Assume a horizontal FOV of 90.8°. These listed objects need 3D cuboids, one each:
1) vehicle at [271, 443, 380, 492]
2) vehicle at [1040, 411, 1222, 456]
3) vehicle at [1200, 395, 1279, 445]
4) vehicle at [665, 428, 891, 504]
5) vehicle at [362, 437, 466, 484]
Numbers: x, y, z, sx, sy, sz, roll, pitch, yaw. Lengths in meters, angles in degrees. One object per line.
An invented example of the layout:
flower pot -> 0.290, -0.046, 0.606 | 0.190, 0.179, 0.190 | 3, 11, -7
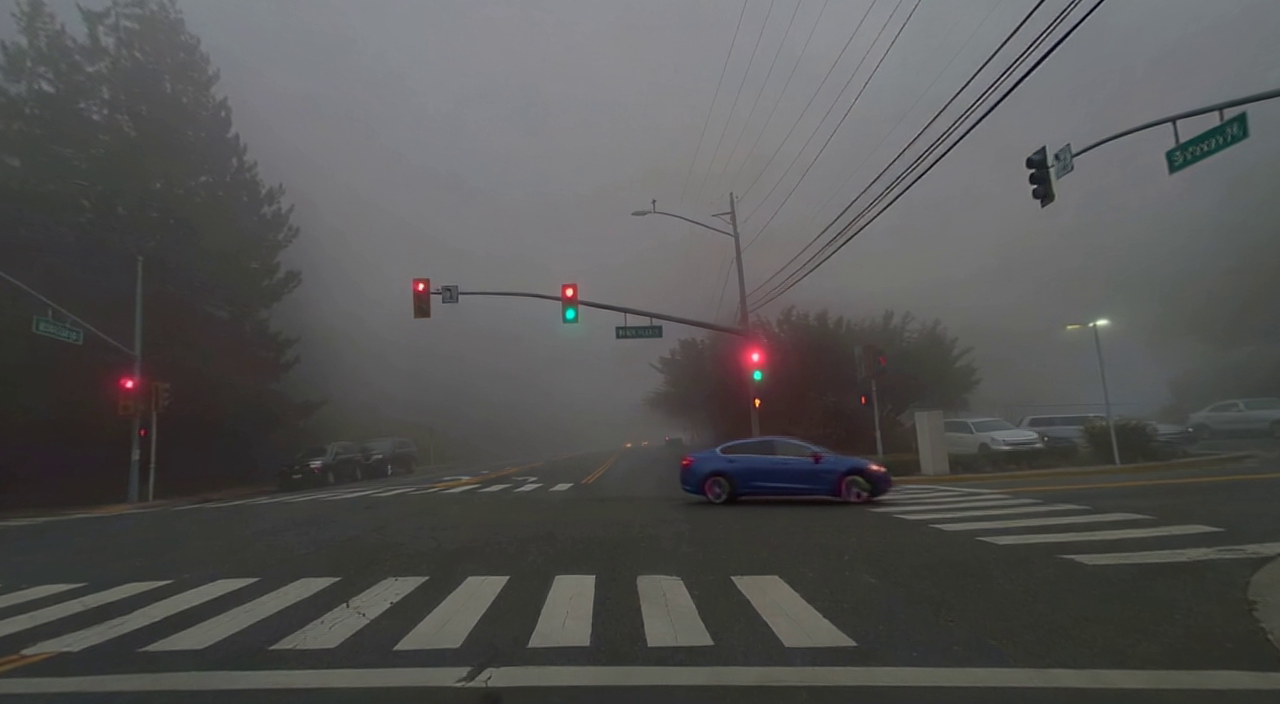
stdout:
vehicle -> -13.761, 5.063, 28.070 | 2.306, 1.957, 4.968 | 0, -9, -1
vehicle -> 16.955, 2.900, 22.100 | 4.560, 1.453, 1.851 | -3, -9, 18
vehicle -> 25.216, 2.884, 25.880 | 2.098, 1.857, 4.861 | -5, -10, 27
vehicle -> 3.088, 2.560, 14.506 | 4.592, 1.470, 2.071 | -6, -10, 32
vehicle -> -10.129, 4.922, 28.984 | 2.664, 1.940, 5.702 | 0, -9, 0
